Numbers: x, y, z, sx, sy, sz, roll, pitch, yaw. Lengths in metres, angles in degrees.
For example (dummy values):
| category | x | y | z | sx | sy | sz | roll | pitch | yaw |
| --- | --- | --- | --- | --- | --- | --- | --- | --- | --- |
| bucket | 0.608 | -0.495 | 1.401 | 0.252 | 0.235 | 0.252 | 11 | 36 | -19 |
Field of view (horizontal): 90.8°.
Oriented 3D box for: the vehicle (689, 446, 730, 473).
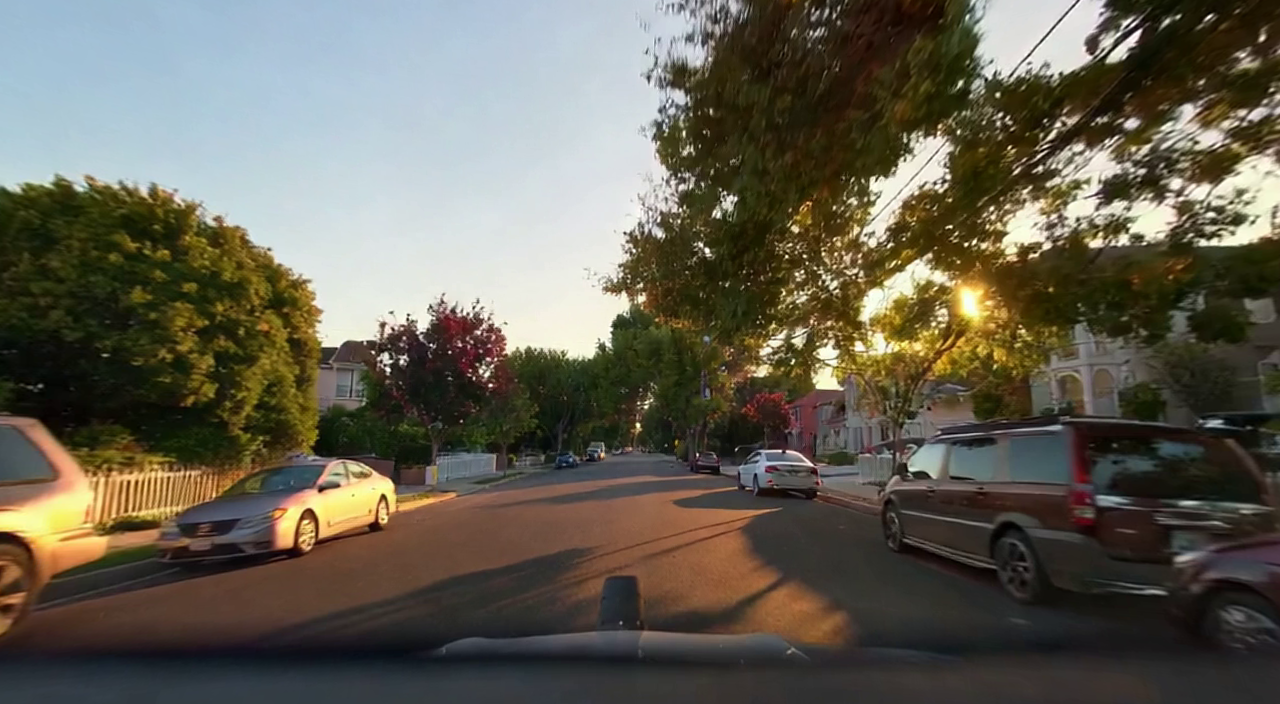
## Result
| category | x | y | z | sx | sy | sz | roll | pitch | yaw |
| --- | --- | --- | --- | --- | --- | --- | --- | --- | --- |
| vehicle | 4.299 | 6.726 | 39.801 | 2.020 | 1.558 | 3.925 | 1 | -9 | -2 |

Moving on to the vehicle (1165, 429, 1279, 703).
| category | x | y | z | sx | sy | sz | roll | pitch | yaw |
| --- | --- | --- | --- | --- | --- | --- | --- | --- | --- |
| vehicle | 3.993 | 0.852 | 1.380 | 1.776 | 1.440 | 4.525 | 0 | -9 | 0 |

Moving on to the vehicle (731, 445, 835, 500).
| category | x | y | z | sx | sy | sz | roll | pitch | yaw |
| --- | --- | --- | --- | --- | --- | --- | --- | --- | --- |
| vehicle | 4.227 | 3.644 | 19.606 | 1.936 | 1.464 | 5.141 | 0 | -9 | -1 |

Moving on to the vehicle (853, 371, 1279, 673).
| category | x | y | z | sx | sy | sz | roll | pitch | yaw |
| --- | --- | --- | --- | --- | --- | --- | --- | --- | --- |
| vehicle | 4.201 | 1.431 | 6.572 | 2.105 | 1.836 | 5.278 | 0 | -9 | 0 |

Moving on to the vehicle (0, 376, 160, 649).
| category | x | y | z | sx | sy | sz | roll | pitch | yaw |
| --- | --- | --- | --- | --- | --- | --- | --- | --- | --- |
| vehicle | -5.663 | 1.102 | 3.848 | 2.060 | 1.987 | 4.815 | -2 | -8 | -6 |

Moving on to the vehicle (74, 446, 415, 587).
| category | x | y | z | sx | sy | sz | roll | pitch | yaw |
| --- | --- | --- | --- | --- | --- | --- | --- | --- | --- |
| vehicle | -5.702 | 2.372 | 10.364 | 2.011 | 1.465 | 5.686 | -3 | -8 | 0 |
